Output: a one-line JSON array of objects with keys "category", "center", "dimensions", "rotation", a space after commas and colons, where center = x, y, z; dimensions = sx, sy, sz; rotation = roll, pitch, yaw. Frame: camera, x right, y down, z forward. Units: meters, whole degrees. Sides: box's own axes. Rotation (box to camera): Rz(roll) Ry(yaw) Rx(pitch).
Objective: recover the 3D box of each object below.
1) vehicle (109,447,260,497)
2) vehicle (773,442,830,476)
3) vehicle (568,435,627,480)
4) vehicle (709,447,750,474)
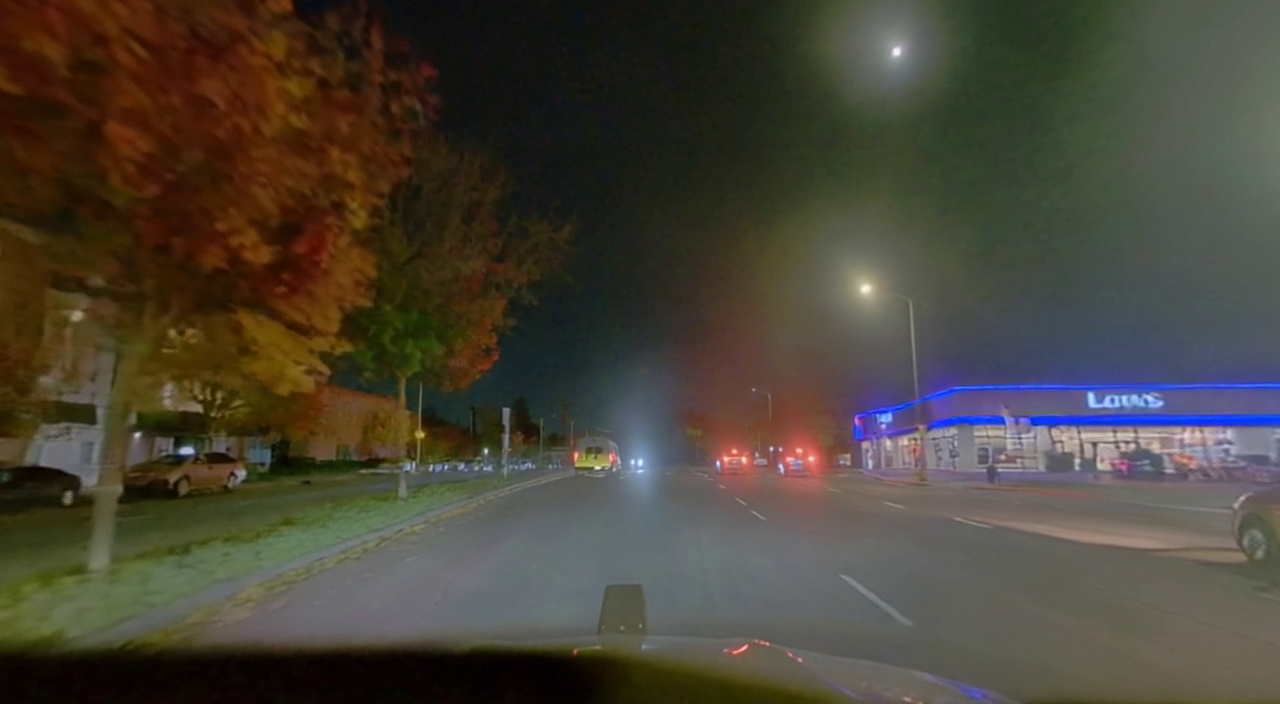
[{"category": "vehicle", "center": [-18.320, 4.813, 25.795], "dimensions": [1.914, 1.785, 5.408], "rotation": [-1, -8, 3]}, {"category": "vehicle", "center": [8.810, 5.877, 34.856], "dimensions": [2.040, 1.738, 4.414], "rotation": [0, -8, 1]}, {"category": "vehicle", "center": [-1.856, 4.823, 29.156], "dimensions": [2.344, 1.863, 4.665], "rotation": [0, -8, 0]}, {"category": "vehicle", "center": [5.224, 6.385, 37.450], "dimensions": [1.886, 1.464, 4.290], "rotation": [0, -8, 1]}]
